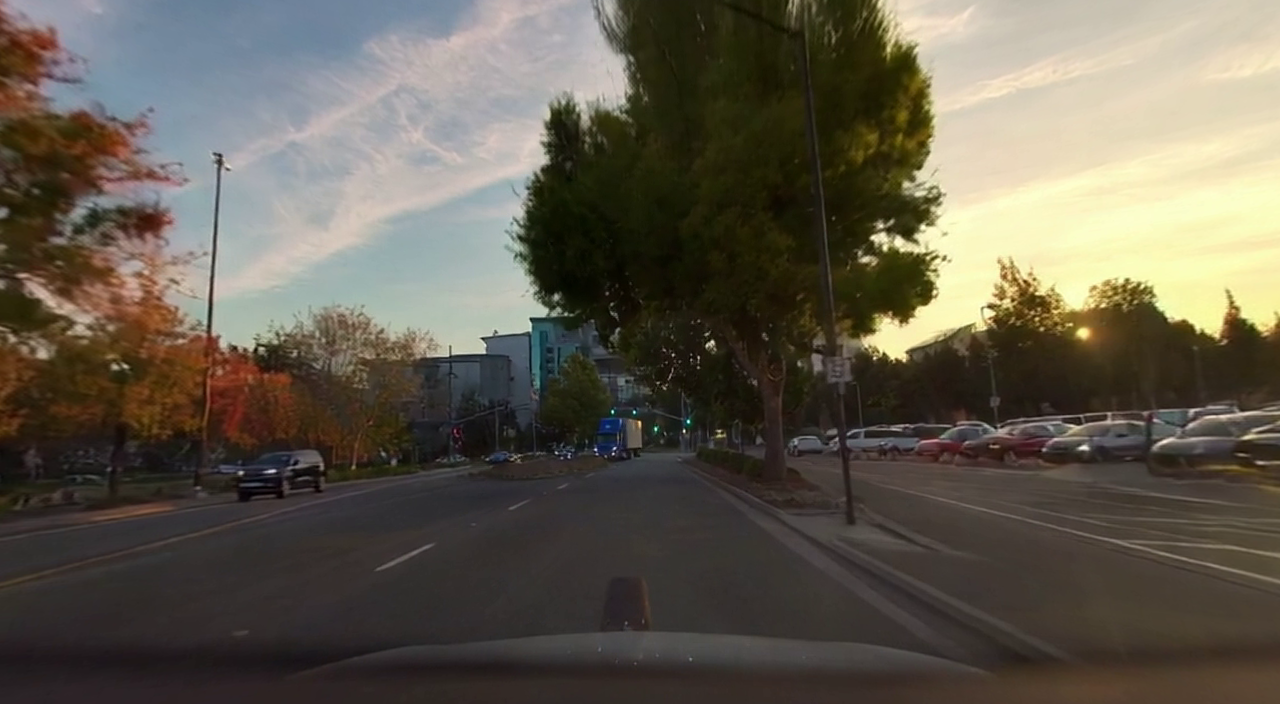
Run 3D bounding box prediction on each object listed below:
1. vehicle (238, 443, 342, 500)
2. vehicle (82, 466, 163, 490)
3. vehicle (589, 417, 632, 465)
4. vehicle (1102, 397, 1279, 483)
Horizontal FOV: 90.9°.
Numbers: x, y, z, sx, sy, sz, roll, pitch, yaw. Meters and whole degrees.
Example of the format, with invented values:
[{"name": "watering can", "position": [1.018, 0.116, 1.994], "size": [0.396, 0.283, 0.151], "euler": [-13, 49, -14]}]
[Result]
[{"name": "vehicle", "position": [-16.406, 5.555, 29.885], "size": [2.380, 2.179, 5.187], "euler": [-5, -8, -5]}, {"name": "vehicle", "position": [-39.379, 9.603, 48.030], "size": [4.477, 1.658, 1.861], "euler": [0, -9, -1]}, {"name": "vehicle", "position": [-2.332, 6.885, 48.444], "size": [2.904, 3.201, 11.269], "euler": [0, -9, -3]}, {"name": "vehicle", "position": [13.680, 2.056, 14.833], "size": [4.244, 1.848, 1.890], "euler": [1, -7, -7]}]
